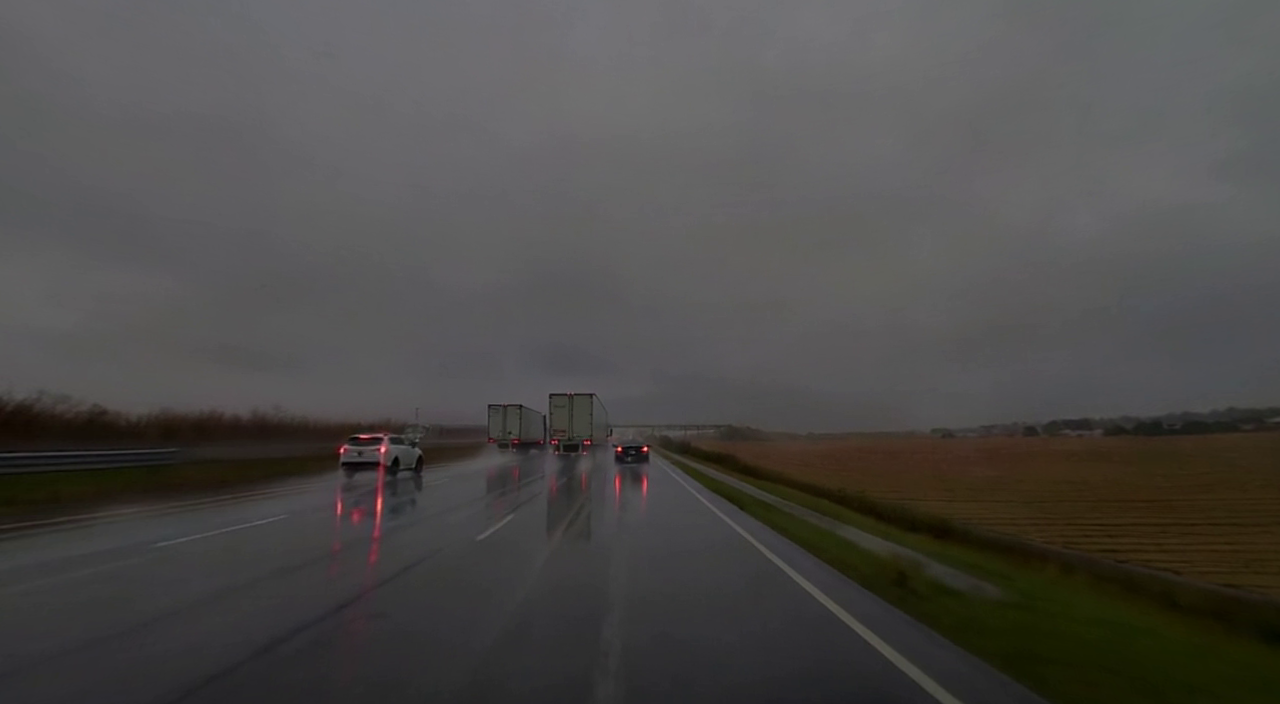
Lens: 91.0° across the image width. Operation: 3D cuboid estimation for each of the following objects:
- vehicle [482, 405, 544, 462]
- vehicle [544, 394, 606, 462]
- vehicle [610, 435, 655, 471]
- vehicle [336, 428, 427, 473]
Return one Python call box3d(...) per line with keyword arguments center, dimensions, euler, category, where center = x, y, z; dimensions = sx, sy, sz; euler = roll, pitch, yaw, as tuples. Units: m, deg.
box3d(center=(-8.221, 5.421, 41.608), dimensions=(2.728, 3.405, 7.096), euler=(0, -8, -2), category="vehicle")
box3d(center=(-4.324, 5.745, 46.415), dimensions=(3.475, 4.037, 17.454), euler=(0, -8, -2), category="vehicle")
box3d(center=(-0.364, 4.464, 28.001), dimensions=(1.891, 1.477, 3.599), euler=(0, -8, -2), category="vehicle")
box3d(center=(-11.580, 4.431, 28.611), dimensions=(2.153, 1.841, 4.790), euler=(0, -8, -1), category="vehicle")
